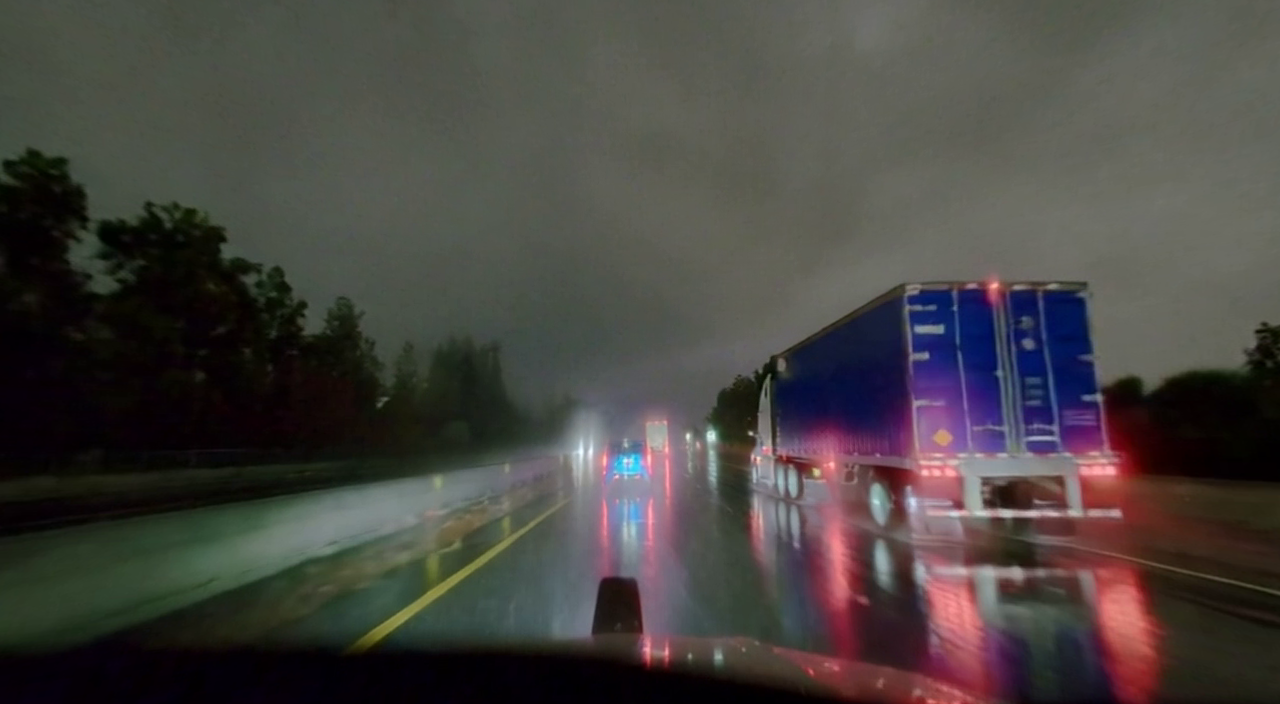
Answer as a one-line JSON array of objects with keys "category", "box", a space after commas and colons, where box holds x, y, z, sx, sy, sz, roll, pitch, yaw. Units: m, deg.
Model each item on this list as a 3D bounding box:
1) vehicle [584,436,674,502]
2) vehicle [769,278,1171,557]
[{"category": "vehicle", "box": [-0.276, 2.984, 16.409, 2.066, 1.490, 3.759, 0, -9, -1]}, {"category": "vehicle", "box": [4.484, 1.234, 10.786, 2.791, 3.201, 7.145, 0, -9, -1]}]
